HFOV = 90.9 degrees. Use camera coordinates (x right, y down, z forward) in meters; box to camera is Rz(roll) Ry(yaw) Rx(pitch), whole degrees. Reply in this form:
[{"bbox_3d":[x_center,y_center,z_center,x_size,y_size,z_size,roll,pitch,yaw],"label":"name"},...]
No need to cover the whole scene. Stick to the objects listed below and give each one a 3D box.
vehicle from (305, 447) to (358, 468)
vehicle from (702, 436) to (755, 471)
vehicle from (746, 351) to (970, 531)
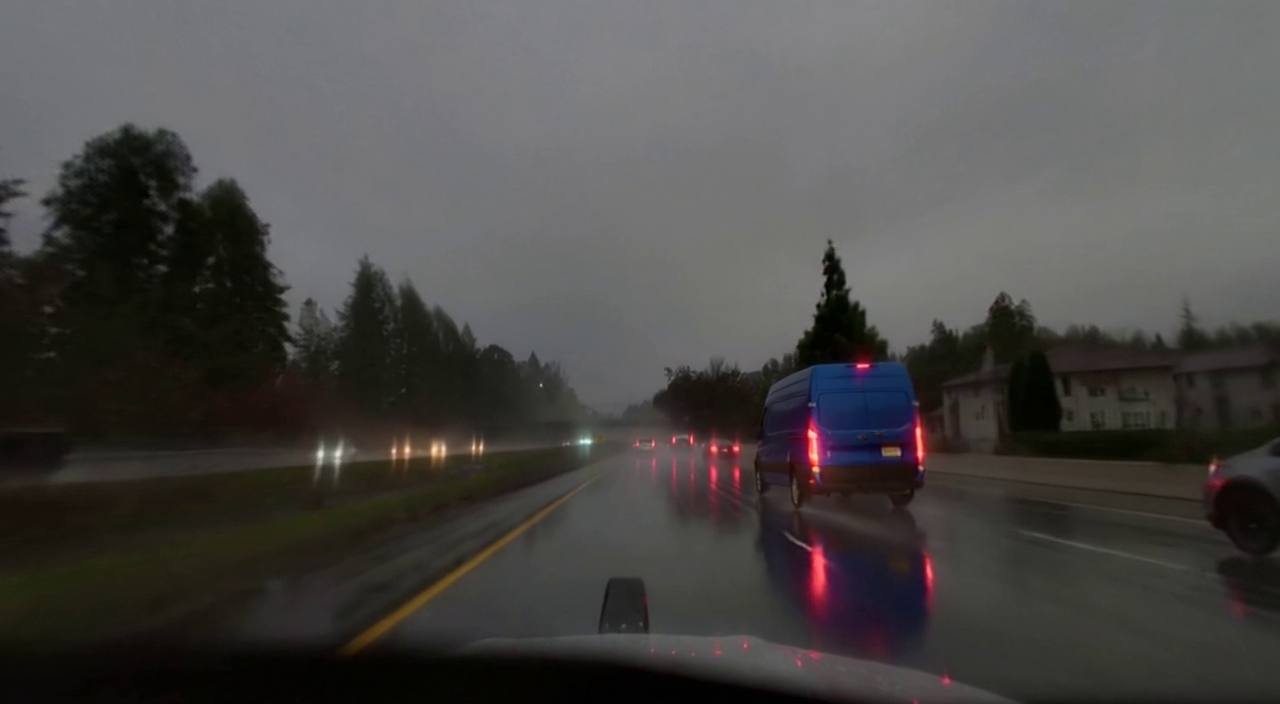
[{"bbox_3d":[-23.673,8.063,48.538,1.899,1.508,4.073,0,-8,1],"label":"vehicle"},{"bbox_3d":[4.463,5.196,32.357,2.034,1.651,4.342,0,-8,-1],"label":"vehicle"},{"bbox_3d":[3.742,1.751,12.411,2.302,2.670,5.912,0,-8,1],"label":"vehicle"}]
